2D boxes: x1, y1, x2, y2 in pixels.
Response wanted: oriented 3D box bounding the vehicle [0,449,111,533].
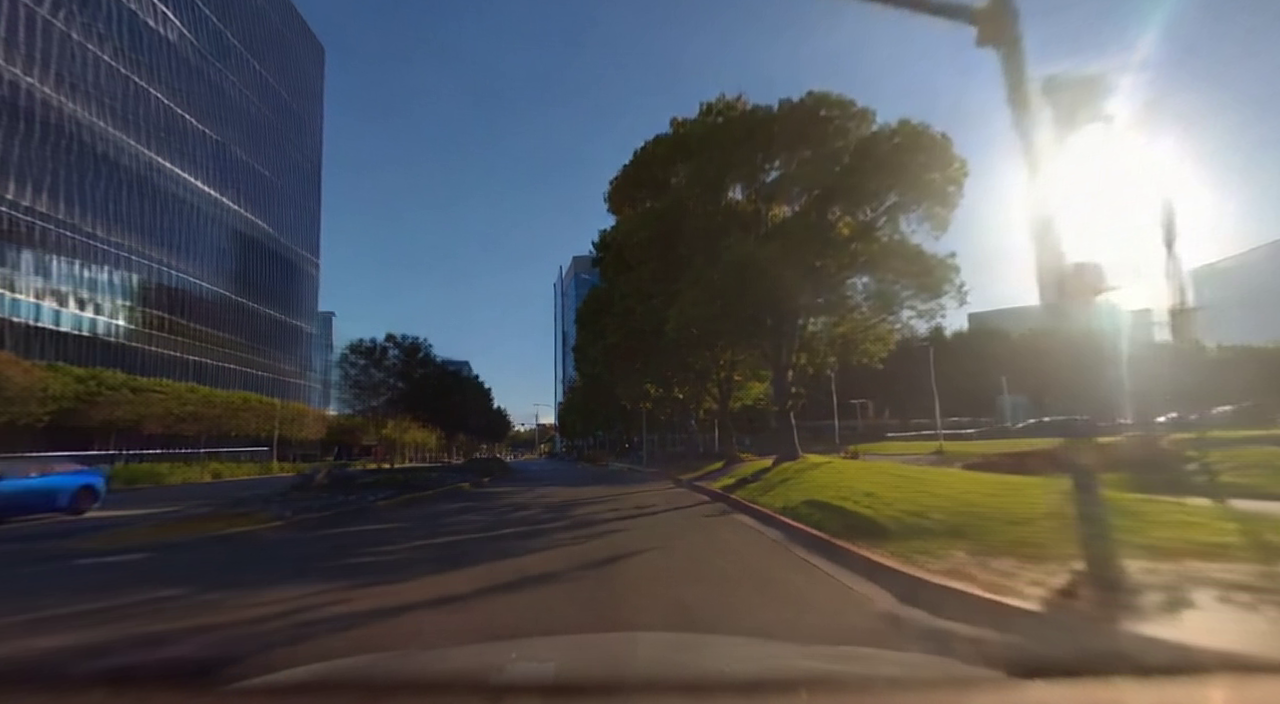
[{"bbox_3d":[-12.683,2.601,11.833,1.906,1.502,4.396,1,-8,-5],"label":"vehicle"}]
